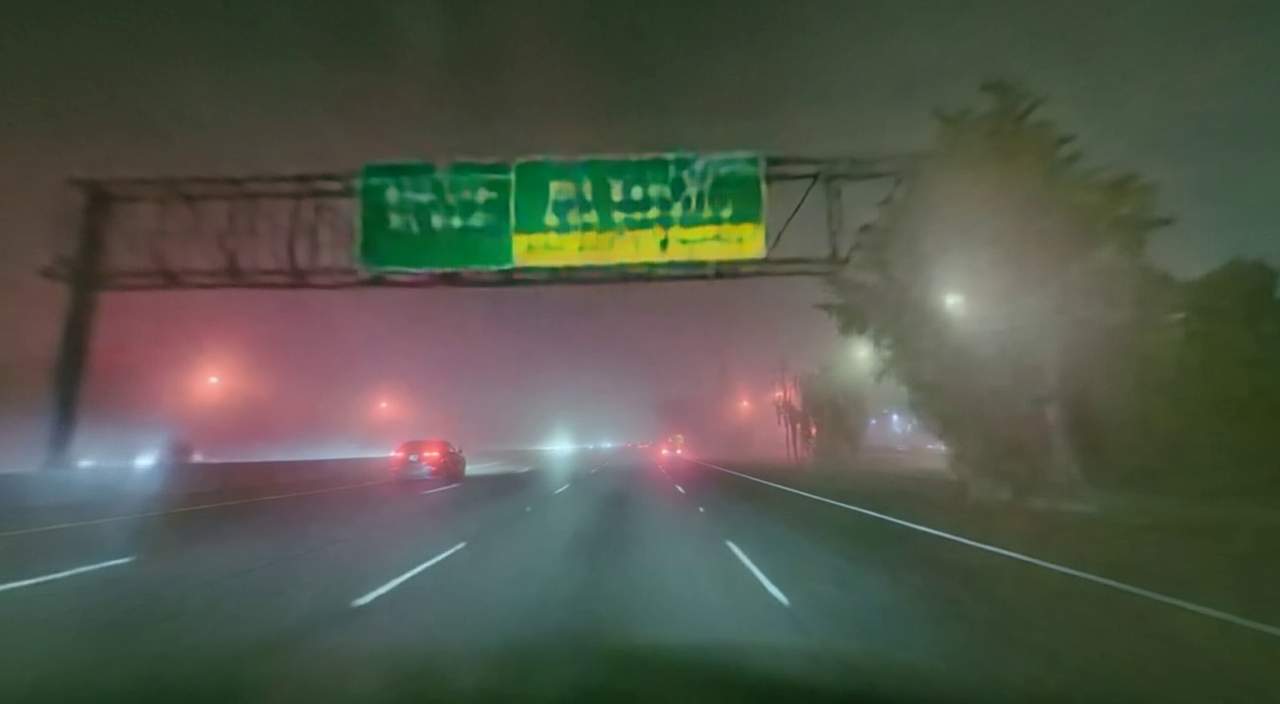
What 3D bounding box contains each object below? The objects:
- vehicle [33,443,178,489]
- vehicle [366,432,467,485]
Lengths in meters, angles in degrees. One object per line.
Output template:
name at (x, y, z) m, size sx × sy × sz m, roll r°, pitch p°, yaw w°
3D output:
vehicle at (-21.945, 4.645, 26.245) m, size 1.982 × 1.661 × 4.636 m, roll 0°, pitch -8°, yaw 0°
vehicle at (-8.040, 3.869, 23.219) m, size 2.089 × 1.724 × 4.327 m, roll 0°, pitch -9°, yaw 0°
